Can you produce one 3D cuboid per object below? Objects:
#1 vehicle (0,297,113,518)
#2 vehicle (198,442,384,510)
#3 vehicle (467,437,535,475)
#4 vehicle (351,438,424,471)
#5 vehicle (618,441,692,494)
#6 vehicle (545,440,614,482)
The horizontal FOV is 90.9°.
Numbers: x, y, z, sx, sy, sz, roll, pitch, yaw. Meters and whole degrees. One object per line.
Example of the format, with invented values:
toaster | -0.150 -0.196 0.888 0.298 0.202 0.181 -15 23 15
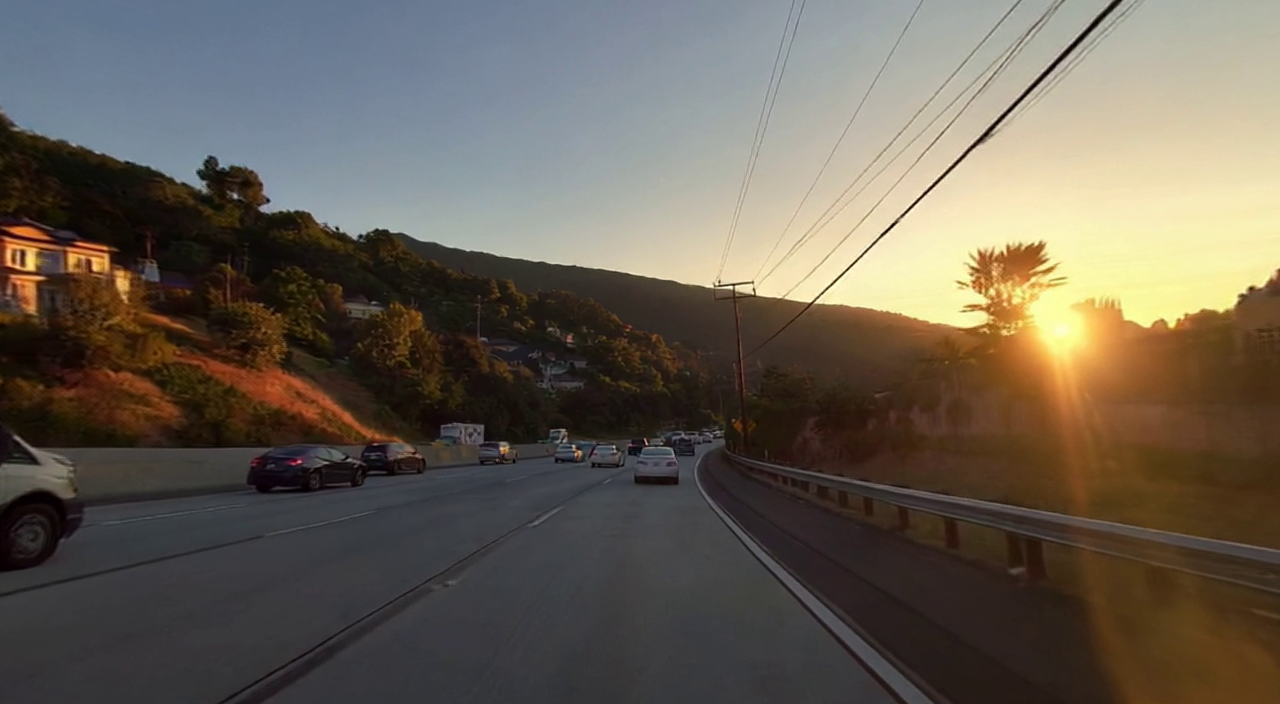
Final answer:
vehicle | -13.609 0.531 8.235 3.161 4.024 11.136 -1 -8 4
vehicle | -8.663 3.072 16.237 1.959 1.469 4.450 -1 -8 5
vehicle | -7.160 5.388 32.988 2.080 1.833 4.461 -1 -8 6
vehicle | -14.668 5.999 36.979 2.020 1.790 4.563 -1 -8 5
vehicle | 0.552 3.570 19.904 2.109 1.495 3.935 -1 -8 4
vehicle | -2.465 4.597 26.982 2.121 1.639 4.383 -1 -8 5
